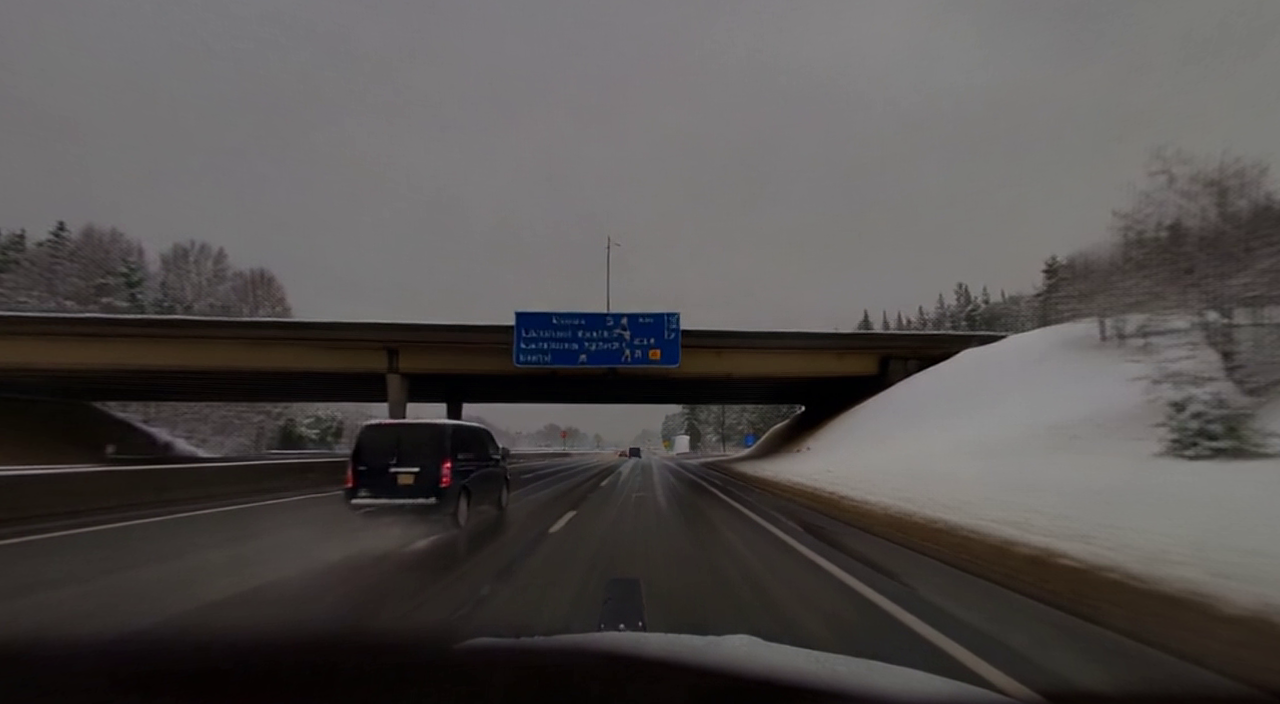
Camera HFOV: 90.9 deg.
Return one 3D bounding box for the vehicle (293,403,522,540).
[{"bbox_3d":[-3.795,2.104,11.564,2.167,1.929,5.037,0,-9,1],"label":"vehicle"}]
